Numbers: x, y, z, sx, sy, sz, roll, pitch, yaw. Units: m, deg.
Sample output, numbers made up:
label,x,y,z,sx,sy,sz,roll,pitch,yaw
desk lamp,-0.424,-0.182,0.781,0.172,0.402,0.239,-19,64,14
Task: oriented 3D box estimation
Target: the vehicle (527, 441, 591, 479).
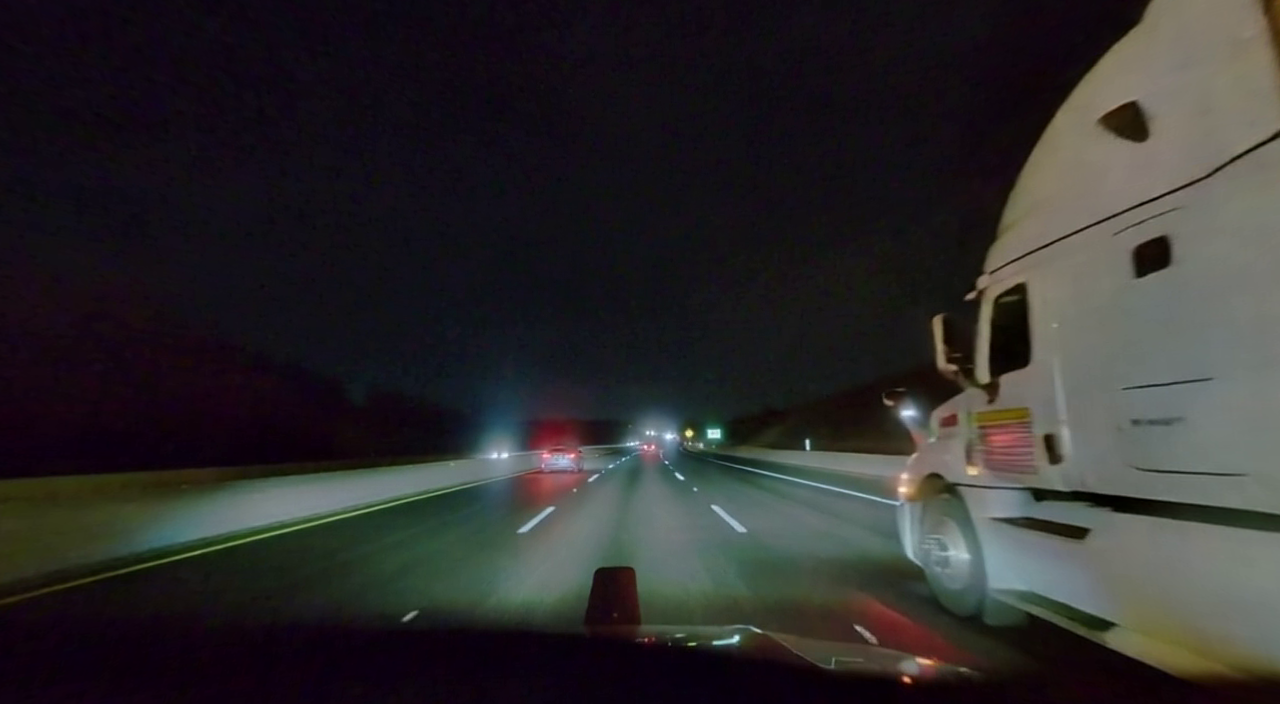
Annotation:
label,x,y,z,sx,sy,sz,roll,pitch,yaw
vehicle,-3.560,4.826,28.599,2.276,1.551,4.484,-1,-8,1
